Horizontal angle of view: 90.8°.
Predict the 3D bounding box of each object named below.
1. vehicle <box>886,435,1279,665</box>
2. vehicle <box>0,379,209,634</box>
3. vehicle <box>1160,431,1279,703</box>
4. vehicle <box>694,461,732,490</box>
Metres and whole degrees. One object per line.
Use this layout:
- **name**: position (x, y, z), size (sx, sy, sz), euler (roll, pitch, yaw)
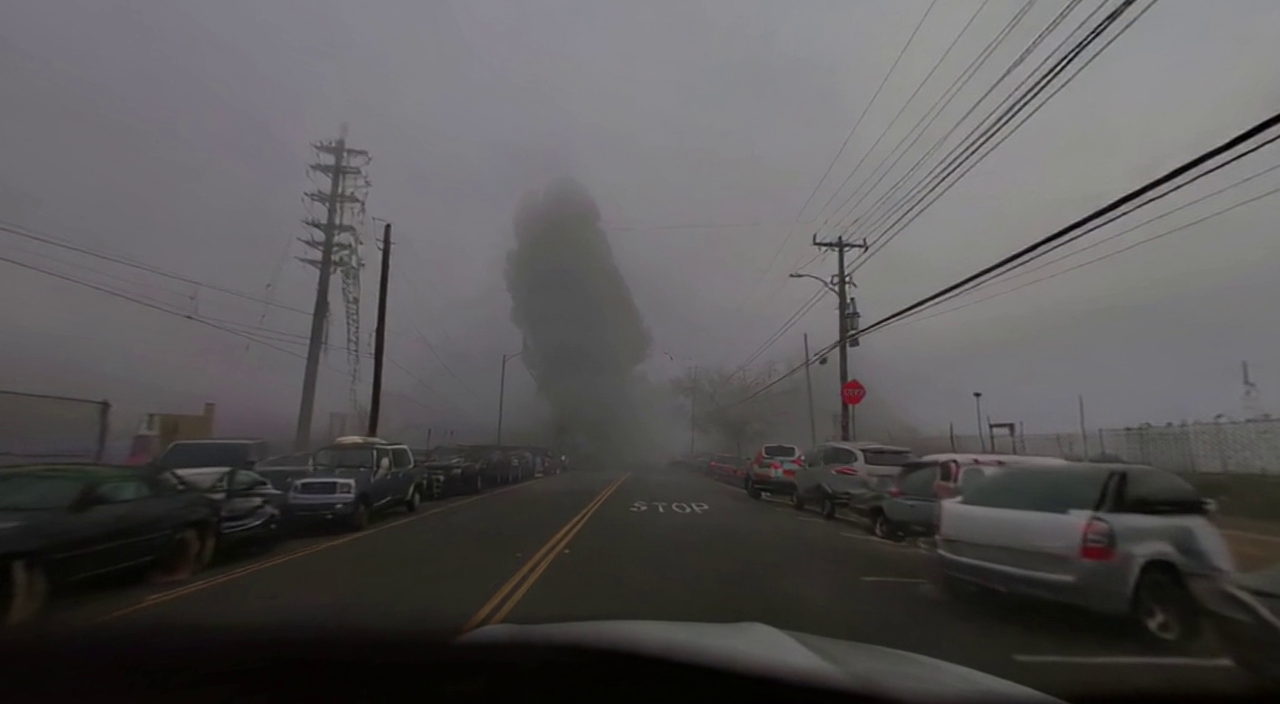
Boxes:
- **vehicle**: position (4.591, 1.430, 5.144), size (4.318, 1.459, 1.971), euler (0, -9, 0)
- **vehicle**: position (-6.555, 1.080, 5.090), size (4.515, 1.689, 1.942), euler (4, -12, -2)
- **vehicle**: position (5.166, 1.018, 2.459), size (4.553, 1.427, 1.939), euler (0, -9, -1)
- **vehicle**: position (5.075, 8.657, 44.527), size (2.007, 1.804, 4.136), euler (0, -8, -2)
